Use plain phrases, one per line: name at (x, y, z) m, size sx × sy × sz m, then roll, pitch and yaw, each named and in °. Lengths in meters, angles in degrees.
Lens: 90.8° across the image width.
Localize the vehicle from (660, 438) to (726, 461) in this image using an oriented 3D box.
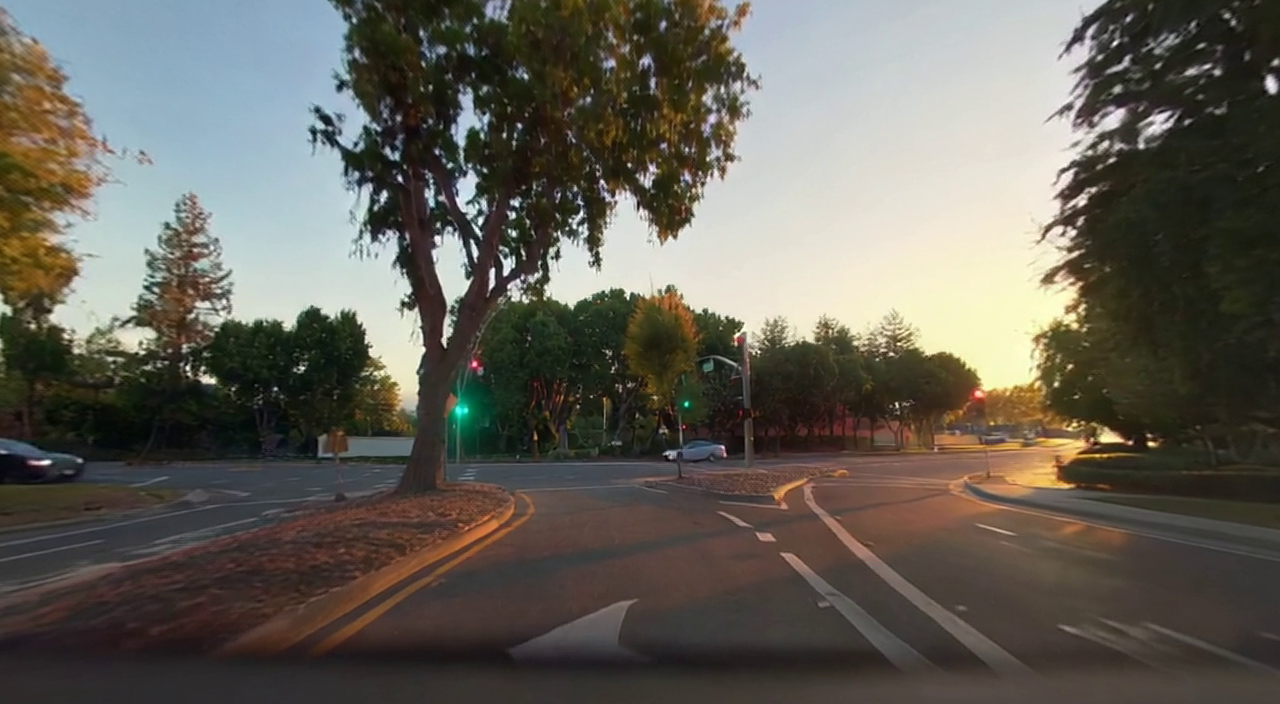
vehicle at (4.022, 7.370, 47.758) m, size 4.602 × 1.667 × 1.933 m, roll 5°, pitch -10°, yaw -29°
